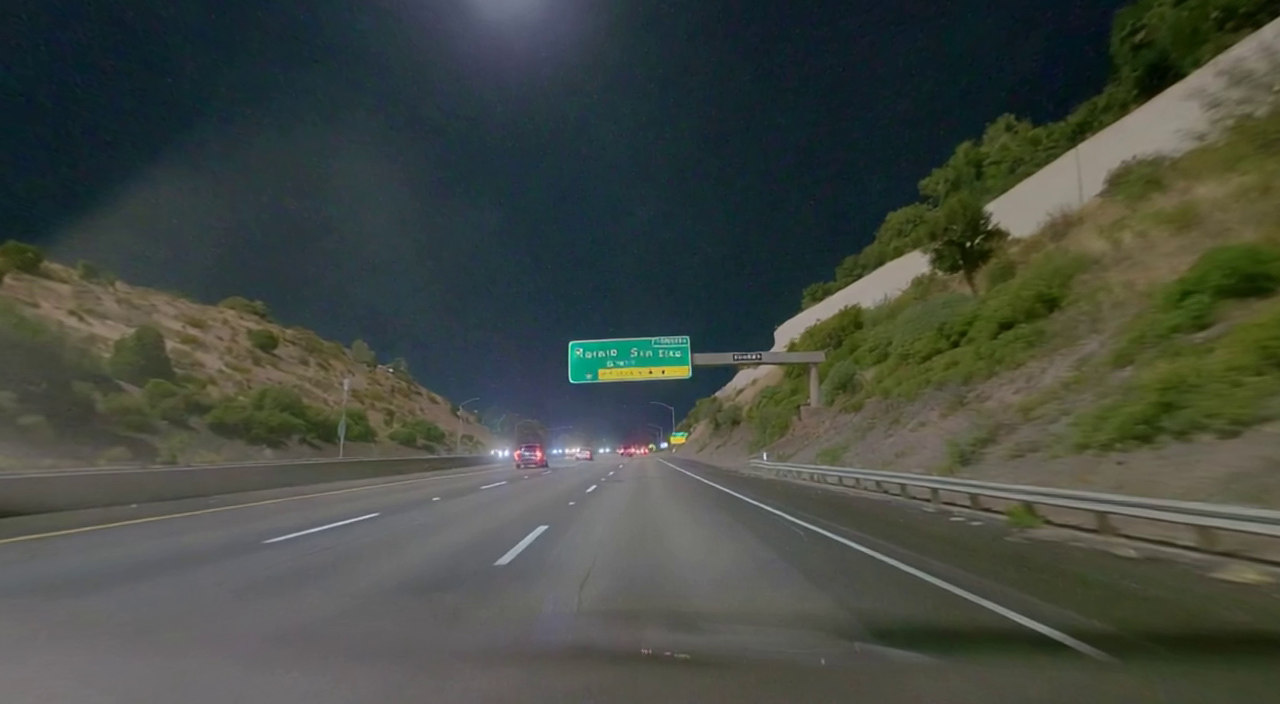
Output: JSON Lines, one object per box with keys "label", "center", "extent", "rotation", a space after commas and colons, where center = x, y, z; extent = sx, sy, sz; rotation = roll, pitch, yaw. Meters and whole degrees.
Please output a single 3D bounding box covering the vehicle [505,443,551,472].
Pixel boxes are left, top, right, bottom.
{"label": "vehicle", "center": [-6.682, 6.342, 37.931], "extent": [1.972, 1.660, 4.254], "rotation": [0, -8, 0]}
